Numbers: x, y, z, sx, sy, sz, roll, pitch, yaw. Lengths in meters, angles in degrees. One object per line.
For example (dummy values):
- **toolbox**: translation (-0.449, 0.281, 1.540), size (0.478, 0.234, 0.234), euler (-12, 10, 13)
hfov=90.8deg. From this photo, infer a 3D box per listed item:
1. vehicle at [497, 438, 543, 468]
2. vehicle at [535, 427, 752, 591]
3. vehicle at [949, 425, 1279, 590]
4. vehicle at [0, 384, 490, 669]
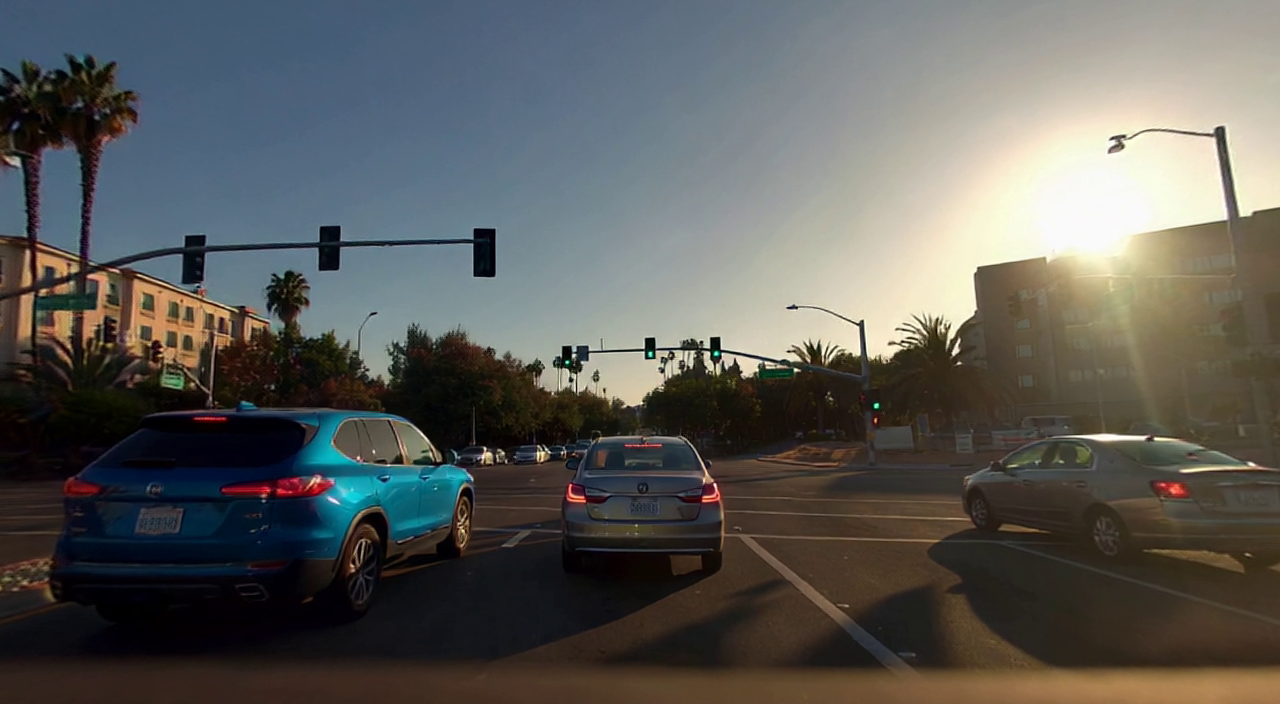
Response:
- **vehicle**: translation (-7.911, 6.698, 42.066), size (2.130, 1.810, 4.450), euler (-2, -8, 1)
- **vehicle**: translation (0.004, 1.704, 7.718), size (1.942, 1.445, 3.973), euler (0, -8, -1)
- **vehicle**: translation (6.095, 1.756, 8.082), size (1.970, 1.489, 4.482), euler (0, -8, -1)
- **vehicle**: translation (-3.095, 1.365, 6.082), size (2.051, 1.682, 4.467), euler (0, -8, 2)
